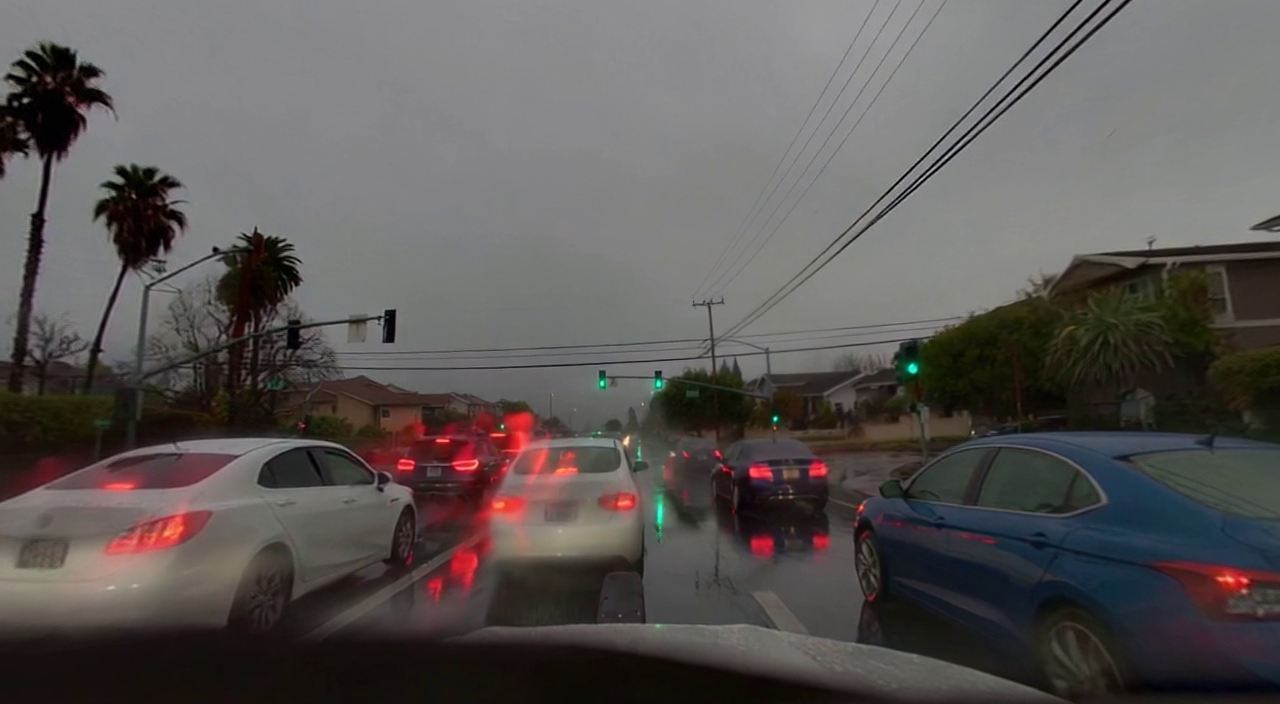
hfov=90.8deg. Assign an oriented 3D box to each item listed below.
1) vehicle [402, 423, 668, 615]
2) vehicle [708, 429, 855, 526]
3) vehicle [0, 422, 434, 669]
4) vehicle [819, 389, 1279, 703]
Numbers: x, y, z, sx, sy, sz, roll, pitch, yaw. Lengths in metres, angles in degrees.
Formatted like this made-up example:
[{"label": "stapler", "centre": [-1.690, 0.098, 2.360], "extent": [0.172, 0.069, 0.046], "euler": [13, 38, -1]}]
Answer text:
[{"label": "vehicle", "centre": [-0.882, 1.617, 6.999], "extent": [2.104, 1.500, 3.815], "euler": [0, -9, -2]}, {"label": "vehicle", "centre": [2.625, 2.443, 12.866], "extent": [1.956, 1.615, 4.205], "euler": [0, -9, -1]}, {"label": "vehicle", "centre": [-3.668, 1.511, 6.130], "extent": [2.058, 1.474, 4.473], "euler": [0, -9, -3]}, {"label": "vehicle", "centre": [2.769, 1.153, 3.862], "extent": [2.014, 1.464, 4.312], "euler": [0, -9, -1]}]
